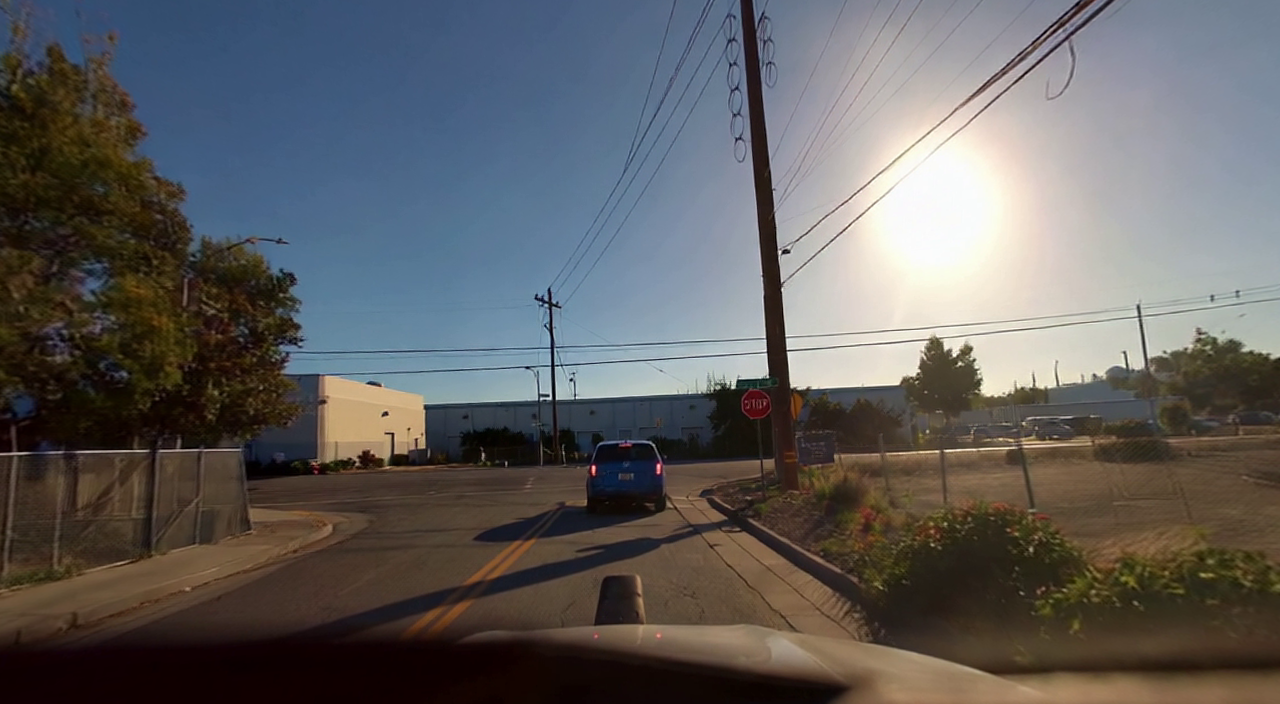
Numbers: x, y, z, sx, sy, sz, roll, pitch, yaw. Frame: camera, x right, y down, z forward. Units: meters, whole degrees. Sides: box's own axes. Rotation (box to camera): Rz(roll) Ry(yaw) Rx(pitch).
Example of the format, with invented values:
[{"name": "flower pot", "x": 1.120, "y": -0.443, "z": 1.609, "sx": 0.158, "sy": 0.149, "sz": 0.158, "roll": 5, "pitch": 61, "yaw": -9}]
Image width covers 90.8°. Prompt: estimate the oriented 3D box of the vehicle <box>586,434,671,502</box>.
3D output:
[{"name": "vehicle", "x": -0.388, "y": 3.224, "z": 18.036, "sx": 2.137, "sy": 1.698, "sz": 4.166, "roll": 0, "pitch": -8, "yaw": -3}]
